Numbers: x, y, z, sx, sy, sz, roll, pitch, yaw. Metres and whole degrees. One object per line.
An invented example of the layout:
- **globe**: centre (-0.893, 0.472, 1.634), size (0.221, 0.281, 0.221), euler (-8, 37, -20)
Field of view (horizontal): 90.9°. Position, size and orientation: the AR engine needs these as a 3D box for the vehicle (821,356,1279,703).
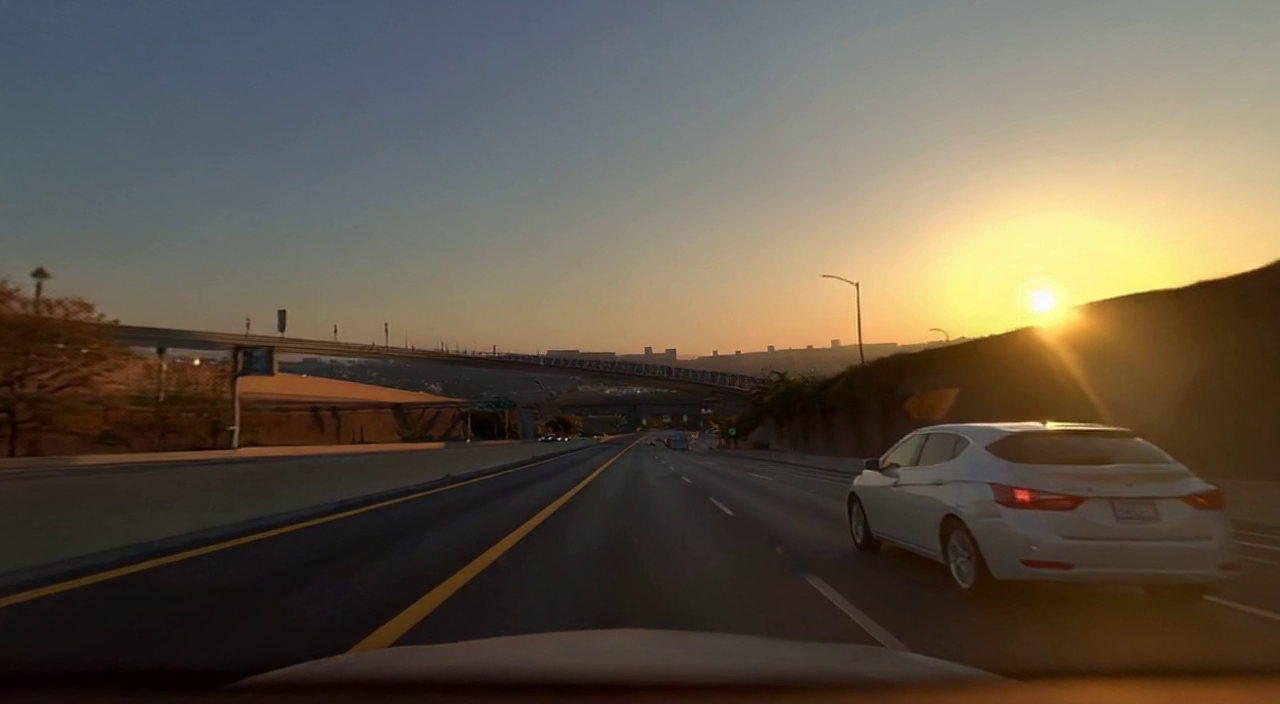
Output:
- **vehicle**: centre (3.134, 1.176, 5.197), size (2.059, 1.715, 4.192), euler (0, -8, 1)
